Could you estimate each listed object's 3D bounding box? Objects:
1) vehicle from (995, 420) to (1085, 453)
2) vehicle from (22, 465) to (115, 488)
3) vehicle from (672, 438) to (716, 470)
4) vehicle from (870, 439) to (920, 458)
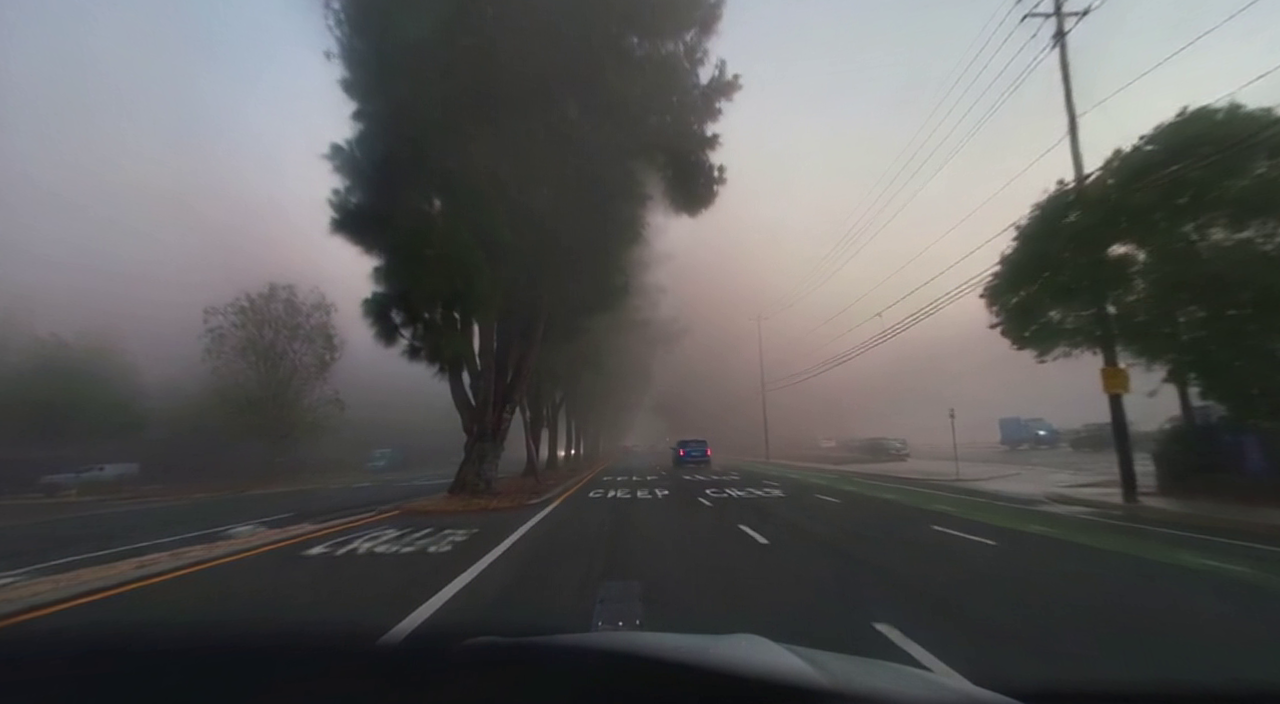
[{"bbox_3d":[29.584,6.351,47.066,2.406,2.215,6.315,-2,-8,-1],"label":"vehicle"},{"bbox_3d":[-40.508,8.806,44.858,4.585,1.482,1.937,0,-8,-2],"label":"vehicle"},{"bbox_3d":[3.120,6.056,37.742,2.086,1.803,4.607,0,-8,-2],"label":"vehicle"},{"bbox_3d":[19.995,7.597,49.772,1.980,1.423,4.793,0,-8,0],"label":"vehicle"}]
